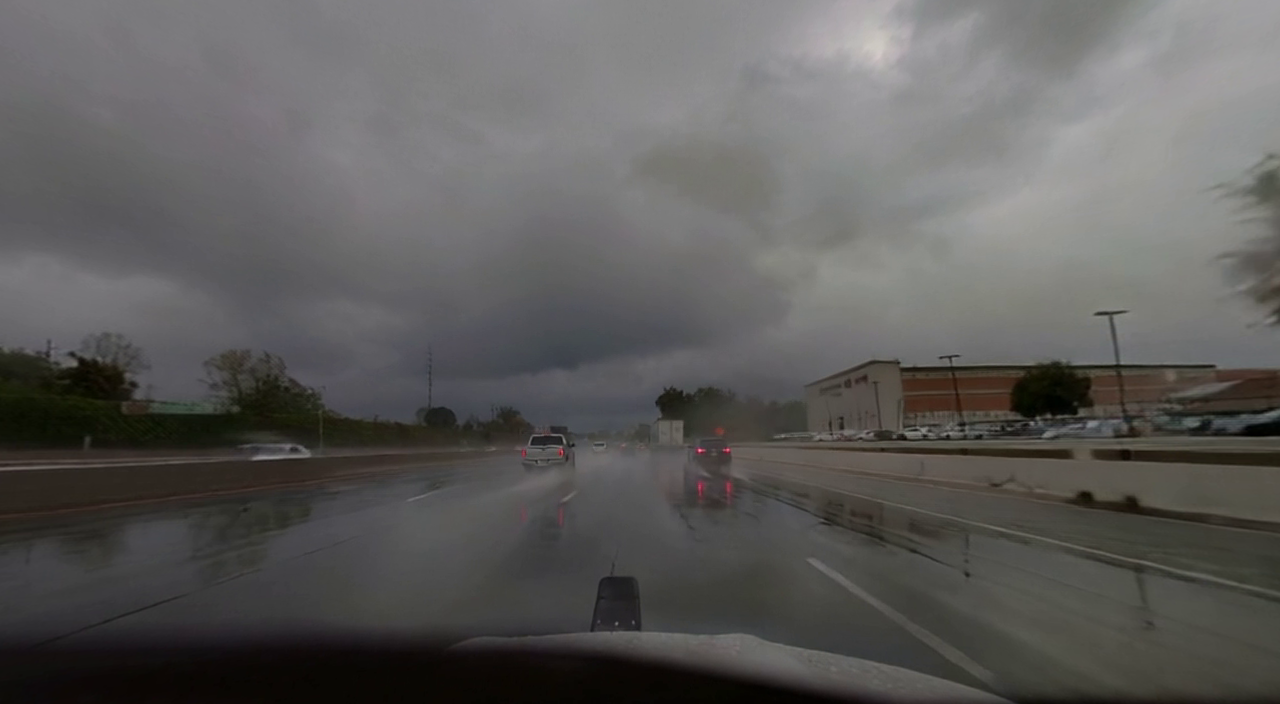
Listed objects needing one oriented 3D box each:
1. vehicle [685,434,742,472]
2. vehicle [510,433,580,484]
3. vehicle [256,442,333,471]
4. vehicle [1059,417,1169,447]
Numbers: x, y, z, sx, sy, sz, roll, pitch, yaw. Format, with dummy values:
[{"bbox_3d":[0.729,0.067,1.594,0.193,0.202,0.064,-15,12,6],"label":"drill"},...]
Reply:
[{"bbox_3d":[3.654,5.113,32.190,2.198,1.807,4.530,0,-8,-2],"label":"vehicle"},{"bbox_3d":[-3.529,4.047,24.355,1.987,1.765,4.508,0,-8,0],"label":"vehicle"},{"bbox_3d":[-18.382,5.571,33.863,1.883,1.467,3.937,0,-8,0],"label":"vehicle"},{"bbox_3d":[29.533,5.006,39.508,5.019,1.764,2.183,-1,-8,1],"label":"vehicle"}]
